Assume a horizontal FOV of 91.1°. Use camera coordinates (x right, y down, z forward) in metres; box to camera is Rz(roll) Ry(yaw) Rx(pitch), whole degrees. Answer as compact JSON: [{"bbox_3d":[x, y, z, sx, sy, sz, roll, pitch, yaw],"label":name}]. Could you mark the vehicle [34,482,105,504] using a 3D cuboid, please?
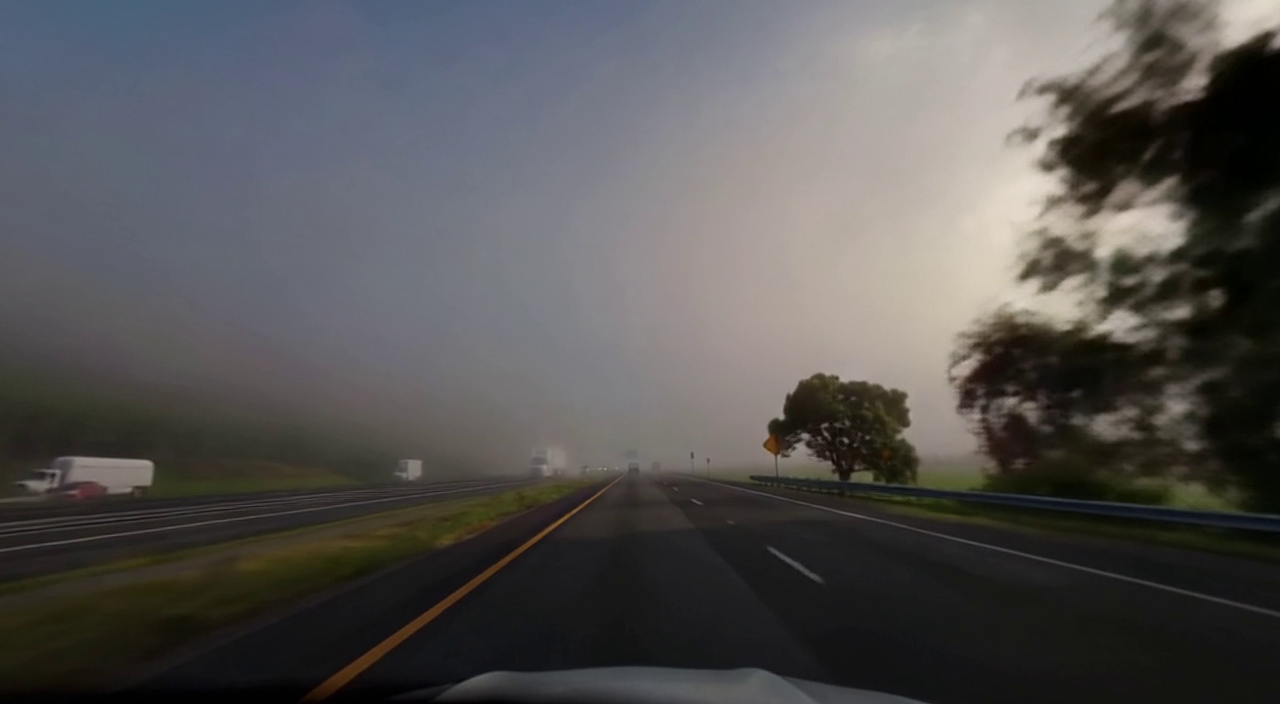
[{"bbox_3d":[-45.105,11.171,49.759,1.772,1.511,4.078,1,-10,0],"label":"vehicle"}]
